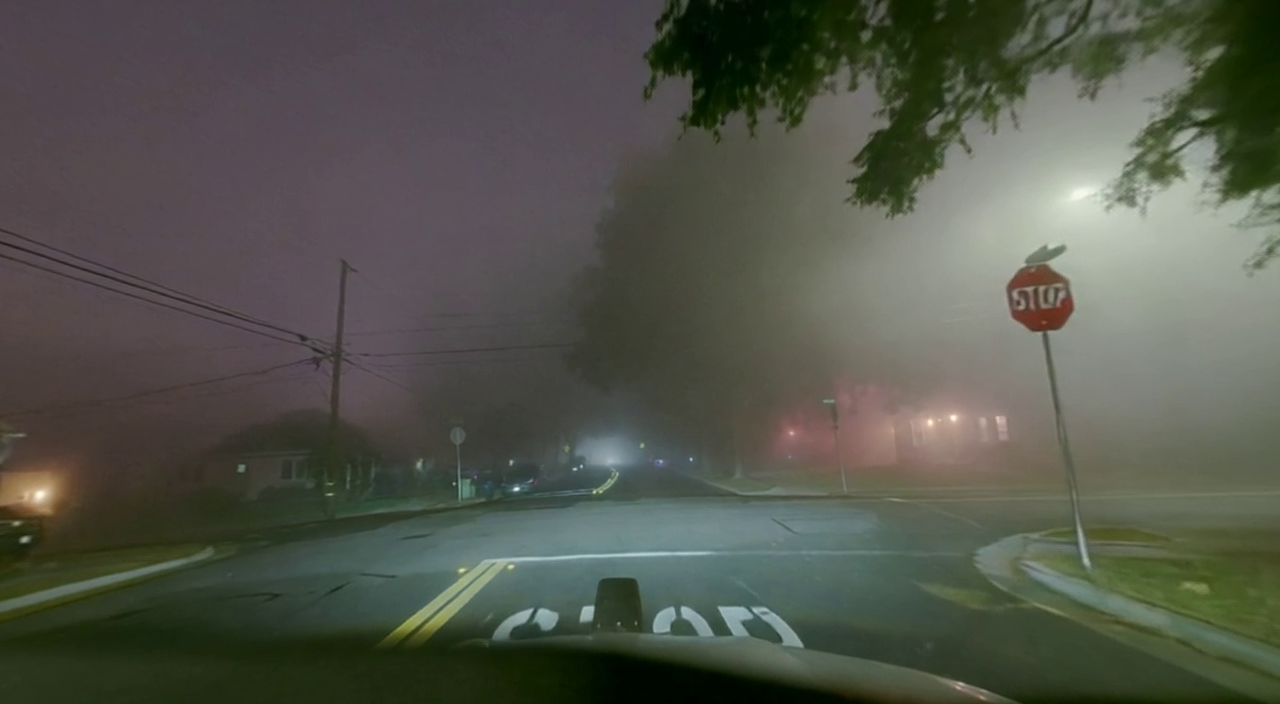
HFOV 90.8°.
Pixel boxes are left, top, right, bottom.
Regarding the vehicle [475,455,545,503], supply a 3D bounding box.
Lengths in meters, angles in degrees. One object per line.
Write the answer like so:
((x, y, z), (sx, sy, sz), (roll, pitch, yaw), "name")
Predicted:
((-6.166, 6.028, 30.473), (2.149, 1.823, 4.613), (-7, -9, 1), "vehicle")

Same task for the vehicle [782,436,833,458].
((12.415, 7.085, 46.919), (3.563, 1.551, 1.916), (-2, -8, 12), "vehicle")

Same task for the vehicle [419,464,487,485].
((-14.099, 9.240, 47.677), (4.601, 1.486, 1.876), (-3, -9, 13), "vehicle")

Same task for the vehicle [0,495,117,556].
((-23.551, 6.628, 24.396), (5.429, 1.919, 2.159), (-3, -9, 14), "vehicle")
